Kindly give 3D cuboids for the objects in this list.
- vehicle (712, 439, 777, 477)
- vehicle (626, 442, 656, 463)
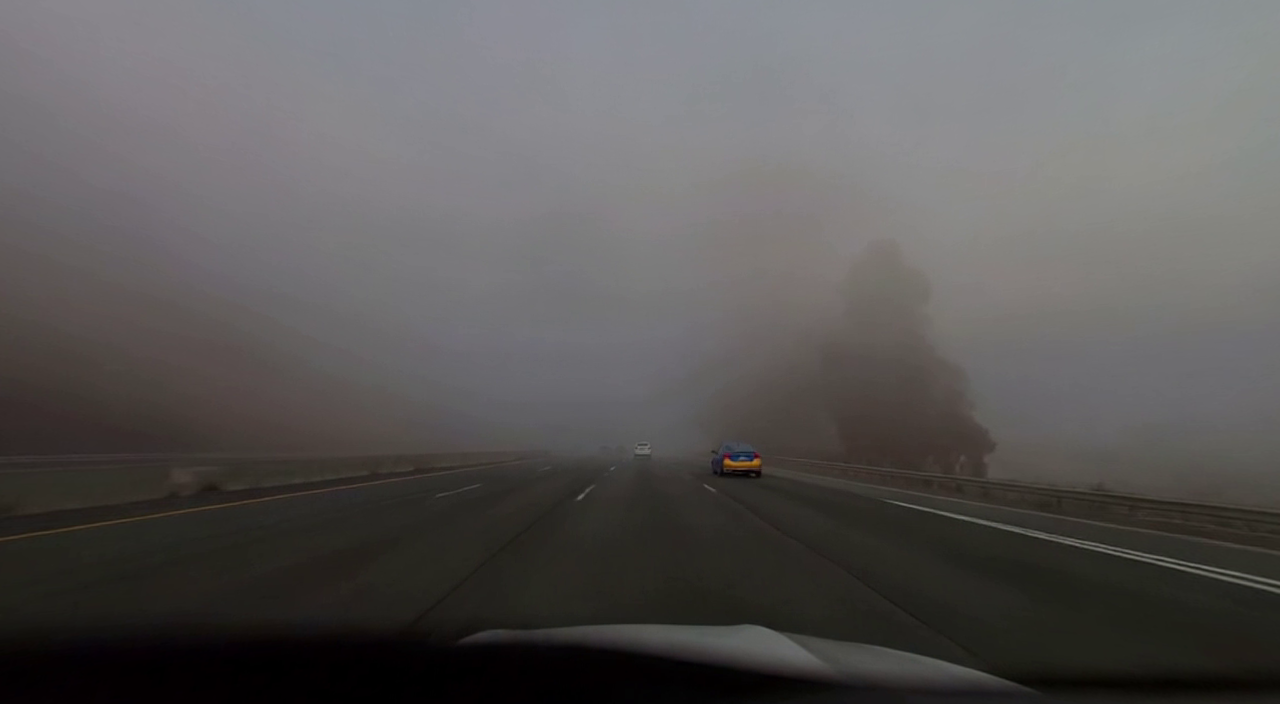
[{"bbox_3d":[4.477,4.606,27.585,2.008,1.524,4.598,0,-8,-1],"label":"vehicle"},{"bbox_3d":[0.066,7.335,45.777,2.052,1.449,3.857,0,-8,0],"label":"vehicle"}]
